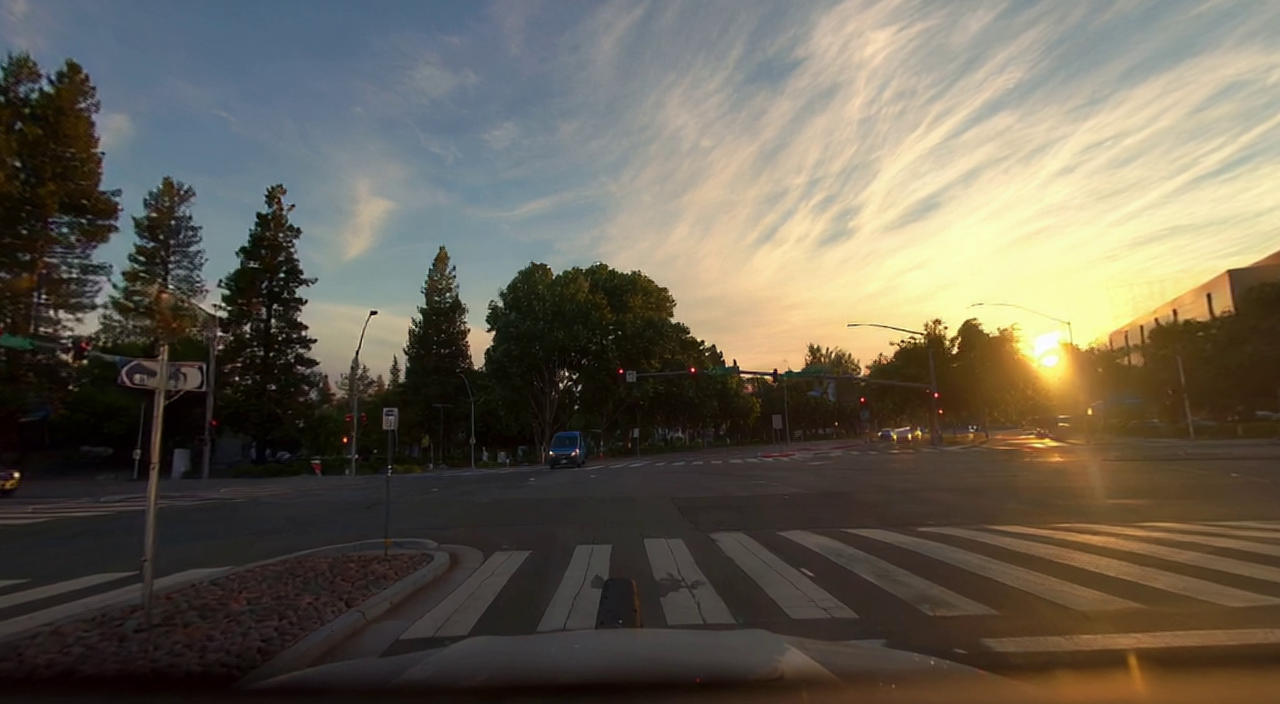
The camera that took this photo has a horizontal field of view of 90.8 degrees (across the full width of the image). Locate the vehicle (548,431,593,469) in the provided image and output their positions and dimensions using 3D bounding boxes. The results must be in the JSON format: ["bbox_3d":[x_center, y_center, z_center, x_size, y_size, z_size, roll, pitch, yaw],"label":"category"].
[{"bbox_3d":[-4.601,6.613,42.856,2.465,2.404,5.791,0,-8,-1],"label":"vehicle"}]
